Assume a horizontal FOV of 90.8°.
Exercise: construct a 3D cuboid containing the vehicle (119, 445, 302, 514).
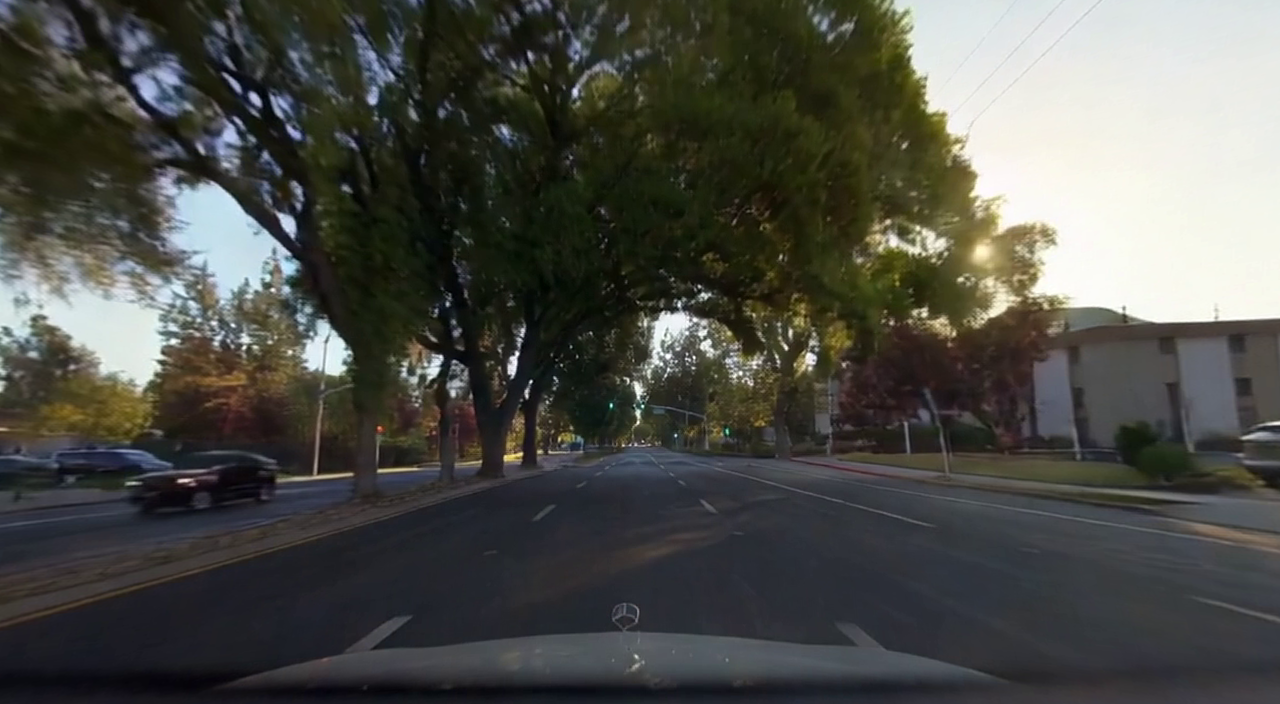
[{"bbox_3d":[-12.049,3.556,18.205,2.033,1.693,4.551,0,-9,0],"label":"vehicle"}]
